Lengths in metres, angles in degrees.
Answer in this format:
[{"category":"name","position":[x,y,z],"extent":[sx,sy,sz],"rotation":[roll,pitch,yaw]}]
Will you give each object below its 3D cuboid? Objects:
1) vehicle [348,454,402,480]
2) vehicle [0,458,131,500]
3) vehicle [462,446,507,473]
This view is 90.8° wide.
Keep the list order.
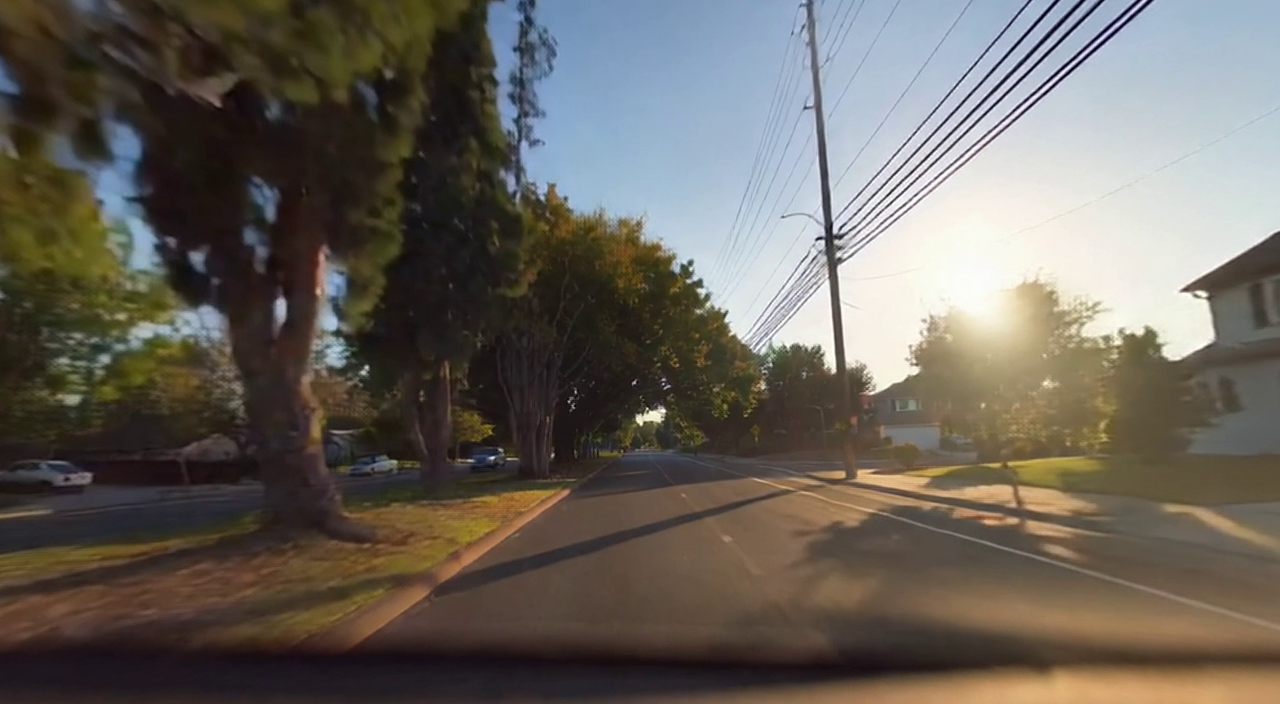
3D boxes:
[{"category":"vehicle","position":[-19.098,8.273,45.699],"extent":[1.955,1.584,4.664],"rotation":[-2,-8,0]},{"category":"vehicle","position":[-27.576,5.989,29.974],"extent":[4.922,1.669,2.034],"rotation":[-2,-9,-3]},{"category":"vehicle","position":[-10.394,7.163,42.487],"extent":[1.933,1.709,4.063],"rotation":[0,-8,0]}]
